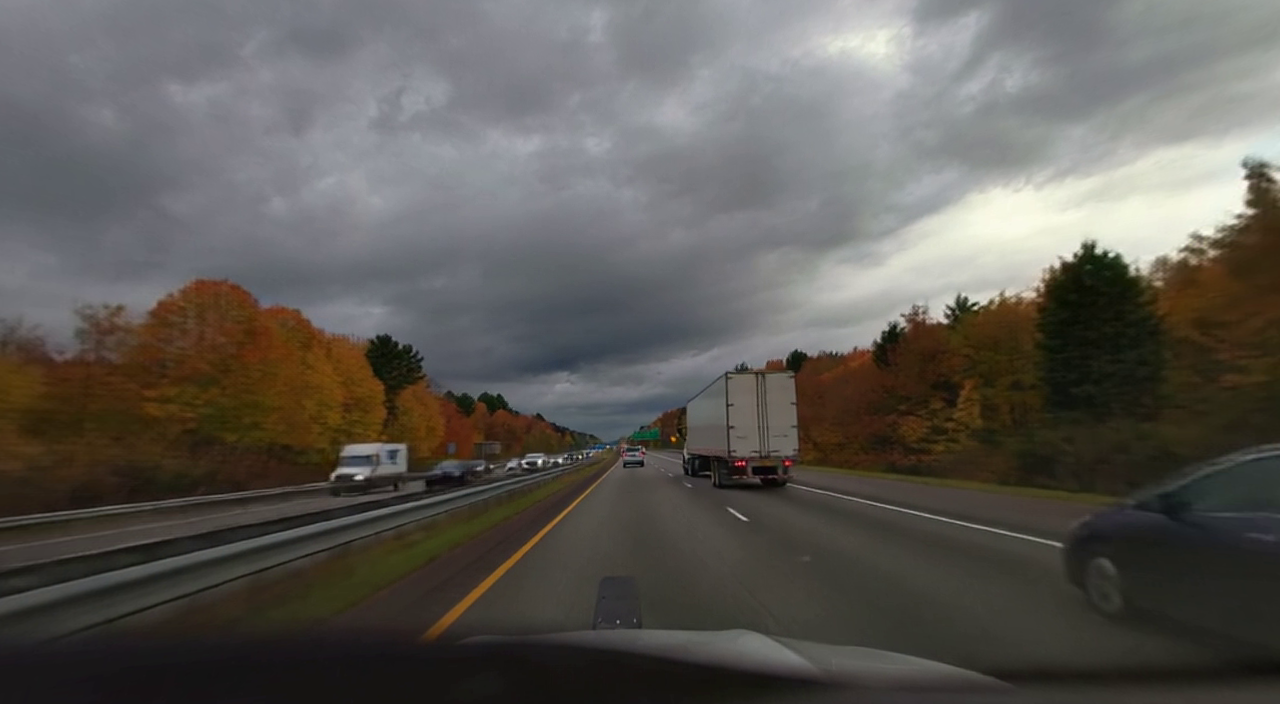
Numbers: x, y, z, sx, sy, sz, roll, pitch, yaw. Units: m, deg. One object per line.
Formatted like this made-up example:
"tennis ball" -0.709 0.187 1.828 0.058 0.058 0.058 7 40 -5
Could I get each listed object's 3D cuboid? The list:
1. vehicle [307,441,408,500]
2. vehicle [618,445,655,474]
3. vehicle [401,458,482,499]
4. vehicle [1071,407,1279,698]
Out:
"vehicle" -14.243 5.974 32.112 2.353 2.651 5.953 -1 -9 0
"vehicle" -0.250 6.702 39.207 2.168 1.705 4.272 0 -9 -1
"vehicle" -8.413 5.387 27.074 1.990 1.528 4.661 -1 -9 0
"vehicle" 4.352 0.942 2.647 1.997 1.504 4.236 0 -9 0
